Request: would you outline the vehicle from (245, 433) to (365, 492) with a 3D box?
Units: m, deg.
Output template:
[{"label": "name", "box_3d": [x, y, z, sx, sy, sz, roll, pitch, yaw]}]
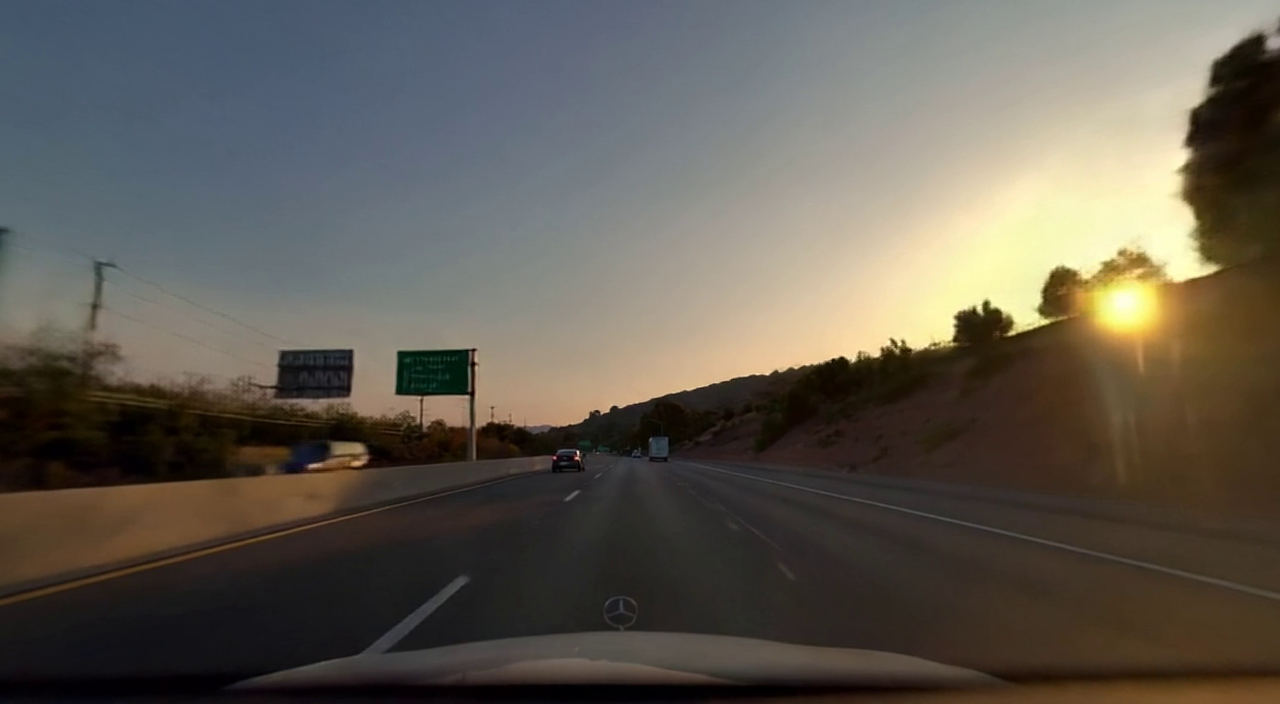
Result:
[{"label": "vehicle", "box_3d": [-16.647, 5.531, 31.873, 2.298, 2.603, 6.957, 0, -9, 0]}]

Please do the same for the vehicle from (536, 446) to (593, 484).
[{"label": "vehicle", "box_3d": [-3.327, 5.072, 28.465, 2.100, 1.525, 4.179, 0, -9, 0]}]
